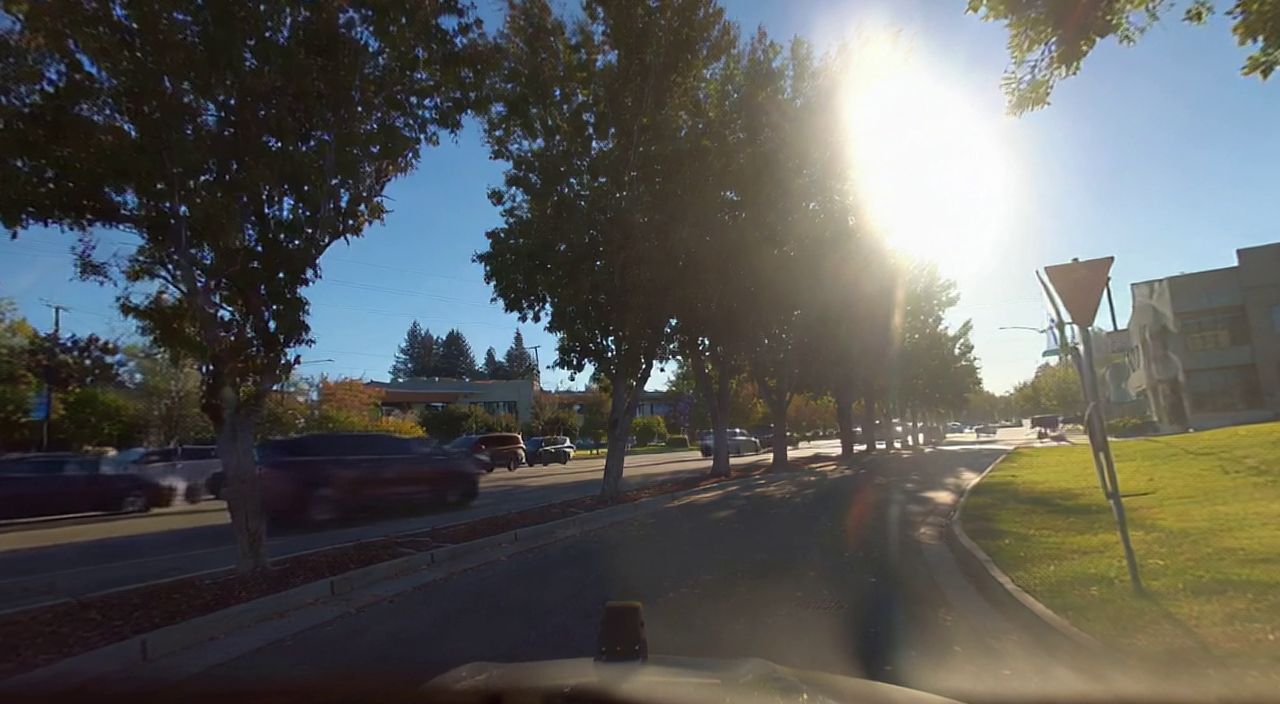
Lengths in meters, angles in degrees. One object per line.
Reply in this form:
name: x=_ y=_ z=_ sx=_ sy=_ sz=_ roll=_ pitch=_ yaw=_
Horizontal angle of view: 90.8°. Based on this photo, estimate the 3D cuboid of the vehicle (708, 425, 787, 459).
vehicle: x=5.752 y=4.724 z=33.257 sx=2.040 sy=1.625 sz=5.119 roll=-5 pitch=-10 yaw=36

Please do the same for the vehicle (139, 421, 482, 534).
vehicle: x=-5.700 y=2.192 z=11.562 sx=2.201 sy=1.574 sz=5.060 roll=-11 pitch=-13 yaw=42

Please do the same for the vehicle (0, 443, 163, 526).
vehicle: x=-14.526 y=3.125 z=14.686 sx=2.313 sy=1.688 sz=5.015 roll=-12 pitch=-12 yaw=39
